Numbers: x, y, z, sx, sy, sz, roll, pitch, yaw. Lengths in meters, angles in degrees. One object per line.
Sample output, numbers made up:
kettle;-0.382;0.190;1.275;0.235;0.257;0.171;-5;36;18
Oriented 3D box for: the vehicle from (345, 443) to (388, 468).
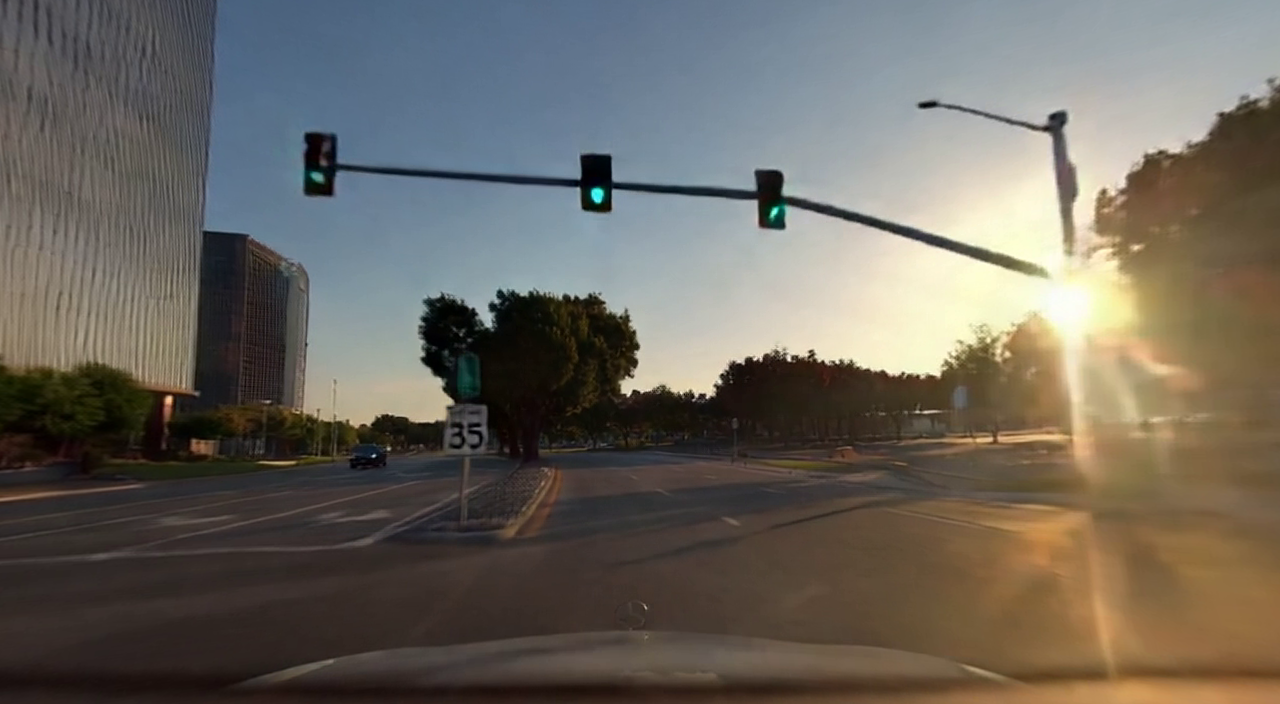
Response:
vehicle;-21.079;7.981;48.724;2.091;1.809;4.550;2;-8;-12
